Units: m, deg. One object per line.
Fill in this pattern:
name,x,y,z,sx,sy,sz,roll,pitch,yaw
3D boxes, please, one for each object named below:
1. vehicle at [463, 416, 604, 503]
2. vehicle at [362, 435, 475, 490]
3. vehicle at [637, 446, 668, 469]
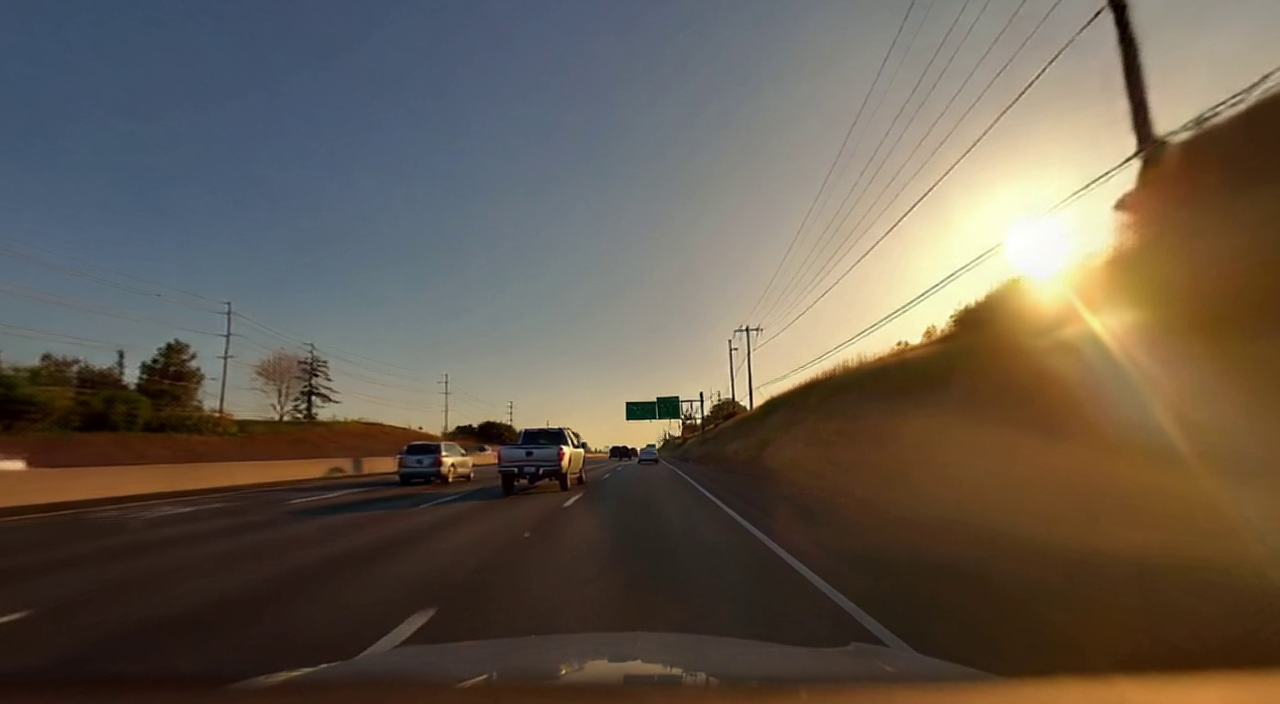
vehicle,-2.756,3.070,18.371,2.972,2.087,6.126,0,-9,1
vehicle,-7.487,3.781,21.952,2.143,1.688,4.776,0,-9,1
vehicle,0.802,7.267,43.456,2.025,1.485,4.310,0,-9,-1
